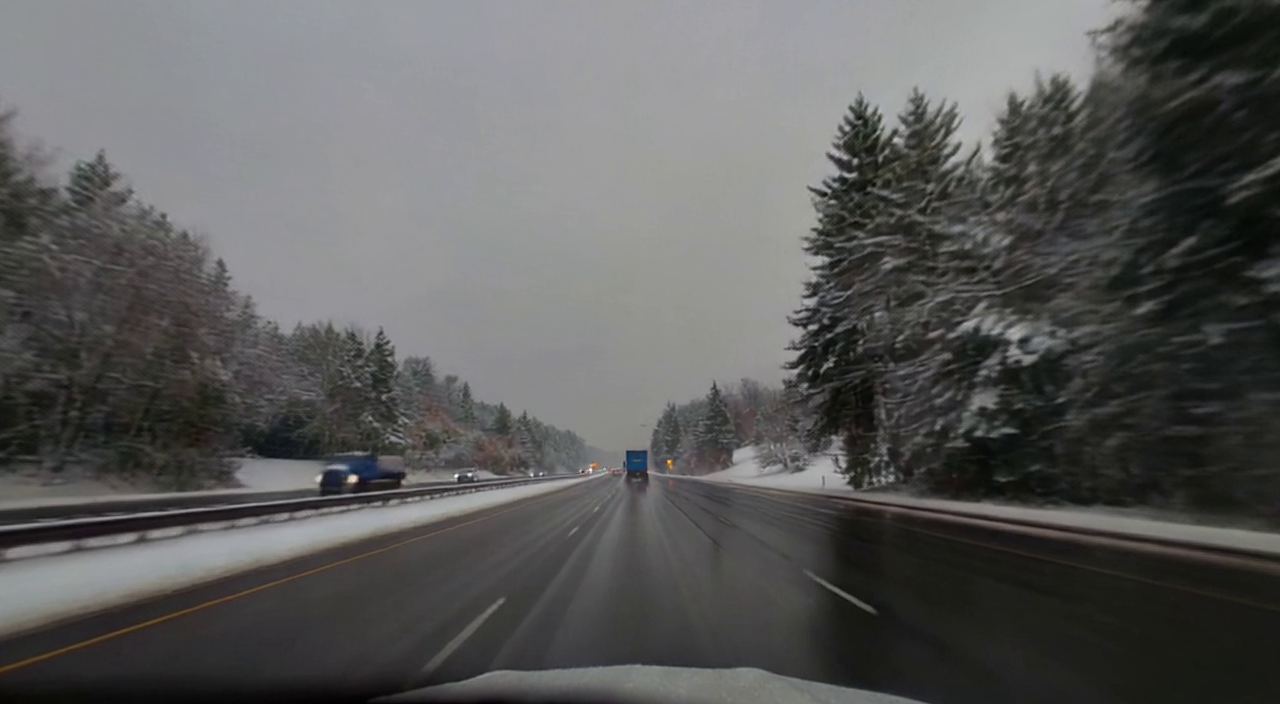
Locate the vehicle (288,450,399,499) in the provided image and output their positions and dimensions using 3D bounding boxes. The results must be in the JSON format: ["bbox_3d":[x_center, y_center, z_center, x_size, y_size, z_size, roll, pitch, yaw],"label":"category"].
[{"bbox_3d":[-13.007,5.437,28.151,2.242,1.891,5.442,1,-10,0],"label":"vehicle"}]
